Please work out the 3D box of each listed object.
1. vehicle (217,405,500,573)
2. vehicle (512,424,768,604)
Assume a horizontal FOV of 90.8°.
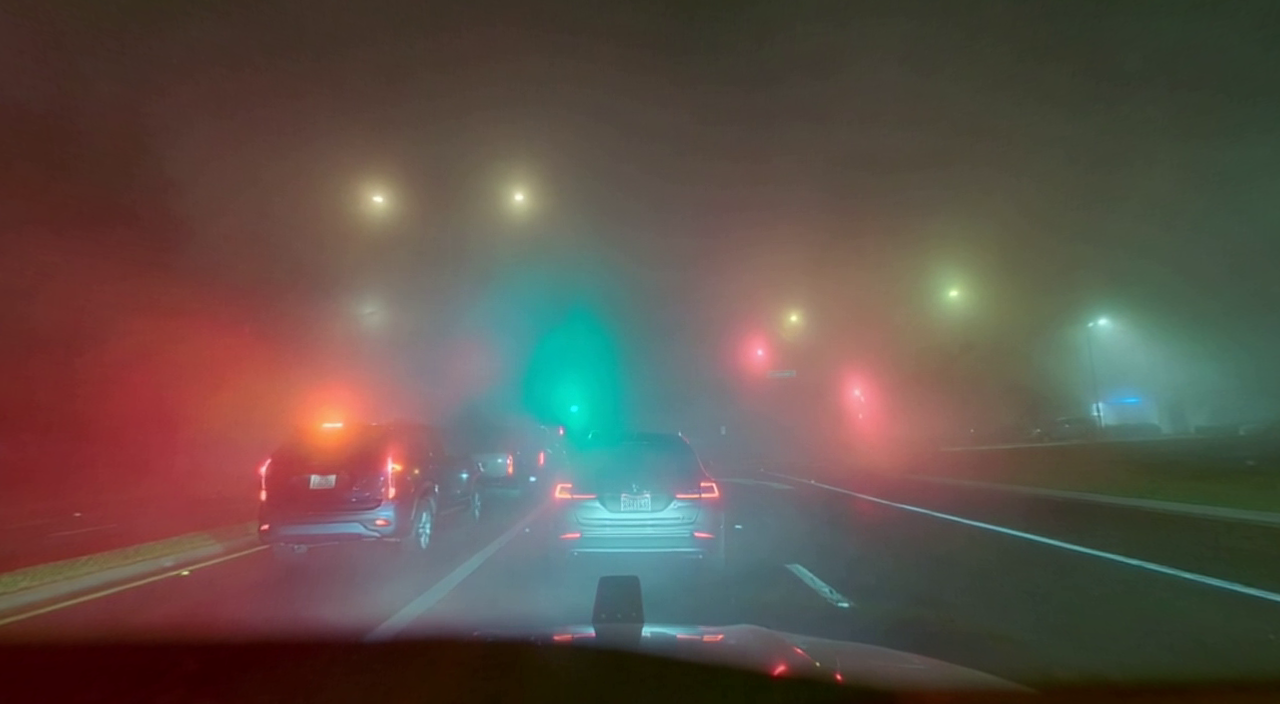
[{"bbox_3d":[-3.426,1.750,8.815,2.046,1.751,4.208,0,-8,-1],"label":"vehicle"},{"bbox_3d":[-0.054,1.644,7.312,2.126,1.475,3.967,0,-8,-2],"label":"vehicle"}]
